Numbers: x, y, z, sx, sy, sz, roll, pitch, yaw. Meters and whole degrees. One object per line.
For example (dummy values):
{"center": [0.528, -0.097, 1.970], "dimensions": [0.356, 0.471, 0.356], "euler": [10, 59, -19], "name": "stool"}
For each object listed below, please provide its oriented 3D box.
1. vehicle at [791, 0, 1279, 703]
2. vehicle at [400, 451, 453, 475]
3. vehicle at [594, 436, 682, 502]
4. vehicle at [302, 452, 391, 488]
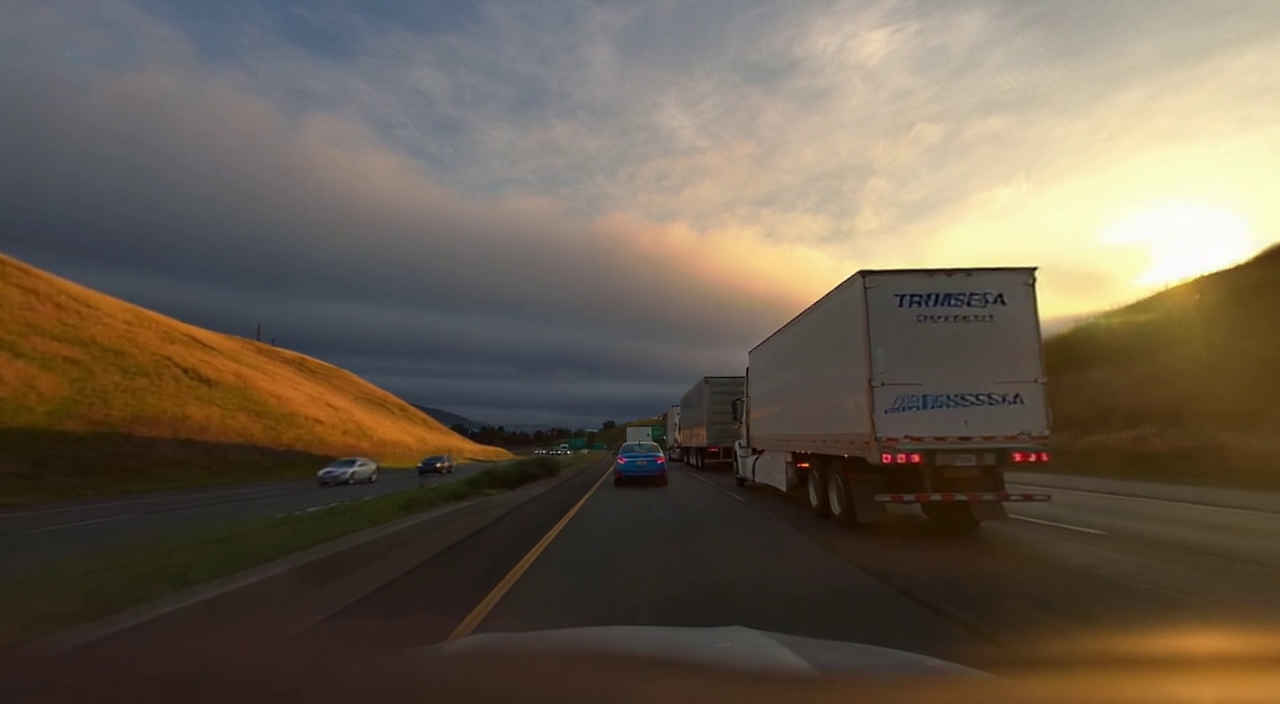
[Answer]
{"center": [4.342, -0.462, 2.857], "dimensions": [3.410, 4.438, 14.410], "euler": [0, -8, -1], "name": "vehicle"}
{"center": [-14.911, 7.773, 44.144], "dimensions": [2.081, 1.476, 4.233], "euler": [-1, -8, 2], "name": "vehicle"}
{"center": [-0.073, 2.992, 16.578], "dimensions": [2.045, 1.507, 3.763], "euler": [-1, -8, -1], "name": "vehicle"}
{"center": [-14.263, 5.725, 30.930], "dimensions": [2.046, 1.490, 4.634], "euler": [-1, -8, 2], "name": "vehicle"}
